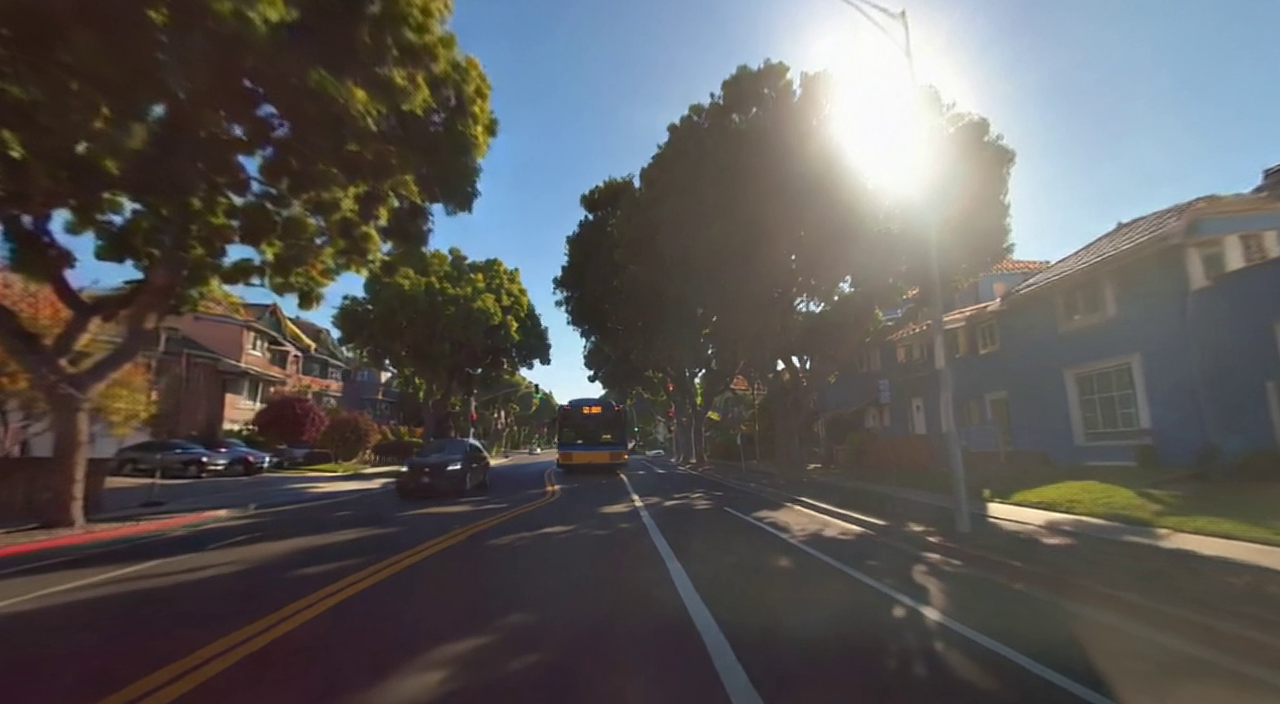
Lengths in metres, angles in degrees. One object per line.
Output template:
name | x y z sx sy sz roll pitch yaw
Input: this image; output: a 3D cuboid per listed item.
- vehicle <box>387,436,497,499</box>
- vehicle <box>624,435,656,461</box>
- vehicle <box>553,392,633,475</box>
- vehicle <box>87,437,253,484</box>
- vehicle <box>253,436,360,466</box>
vehicle | -5.335 3.144 17.631 1.925 1.489 4.235 0 -8 -4
vehicle | -0.064 6.999 46.200 2.097 1.675 3.905 3 -8 -2
vehicle | -2.091 4.204 32.073 3.031 3.200 13.052 3 -8 -1
vehicle | -17.056 3.944 23.116 4.481 1.591 1.807 0 -8 -4
vehicle | -18.283 5.432 34.849 4.778 1.565 1.919 0 -8 -3
